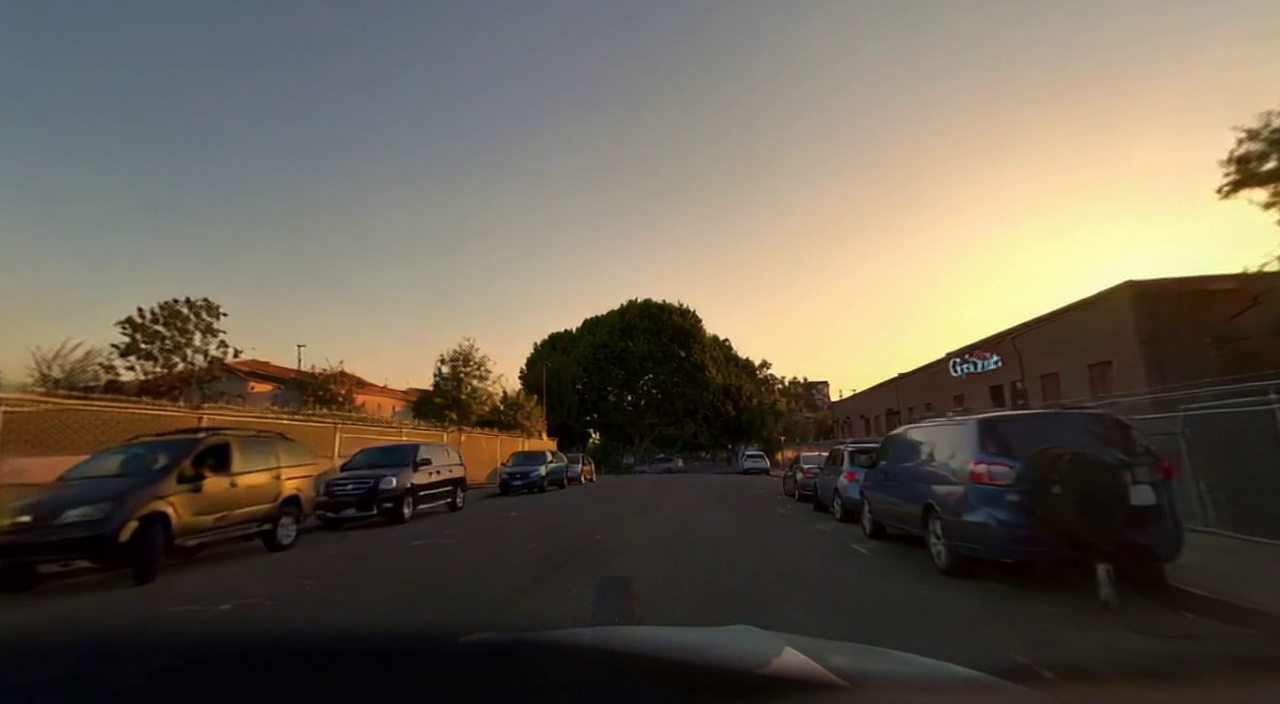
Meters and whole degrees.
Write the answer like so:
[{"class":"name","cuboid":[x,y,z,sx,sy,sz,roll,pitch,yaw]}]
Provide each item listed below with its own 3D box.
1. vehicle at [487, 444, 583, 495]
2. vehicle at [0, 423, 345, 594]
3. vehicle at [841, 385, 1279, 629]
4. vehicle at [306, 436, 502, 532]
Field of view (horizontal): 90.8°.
[{"class":"vehicle","cuboid":[-4.308,4.930,27.094,2.504,1.919,5.658,-1,-8,7]},{"class":"vehicle","cuboid":[-6.398,2.072,9.280,1.857,1.908,4.081,-1,-8,5]},{"class":"vehicle","cuboid":[4.577,1.714,8.319,2.327,2.021,5.850,0,-8,4]},{"class":"vehicle","cuboid":[-5.541,3.150,15.984,2.304,1.937,5.720,-1,-8,5]}]
